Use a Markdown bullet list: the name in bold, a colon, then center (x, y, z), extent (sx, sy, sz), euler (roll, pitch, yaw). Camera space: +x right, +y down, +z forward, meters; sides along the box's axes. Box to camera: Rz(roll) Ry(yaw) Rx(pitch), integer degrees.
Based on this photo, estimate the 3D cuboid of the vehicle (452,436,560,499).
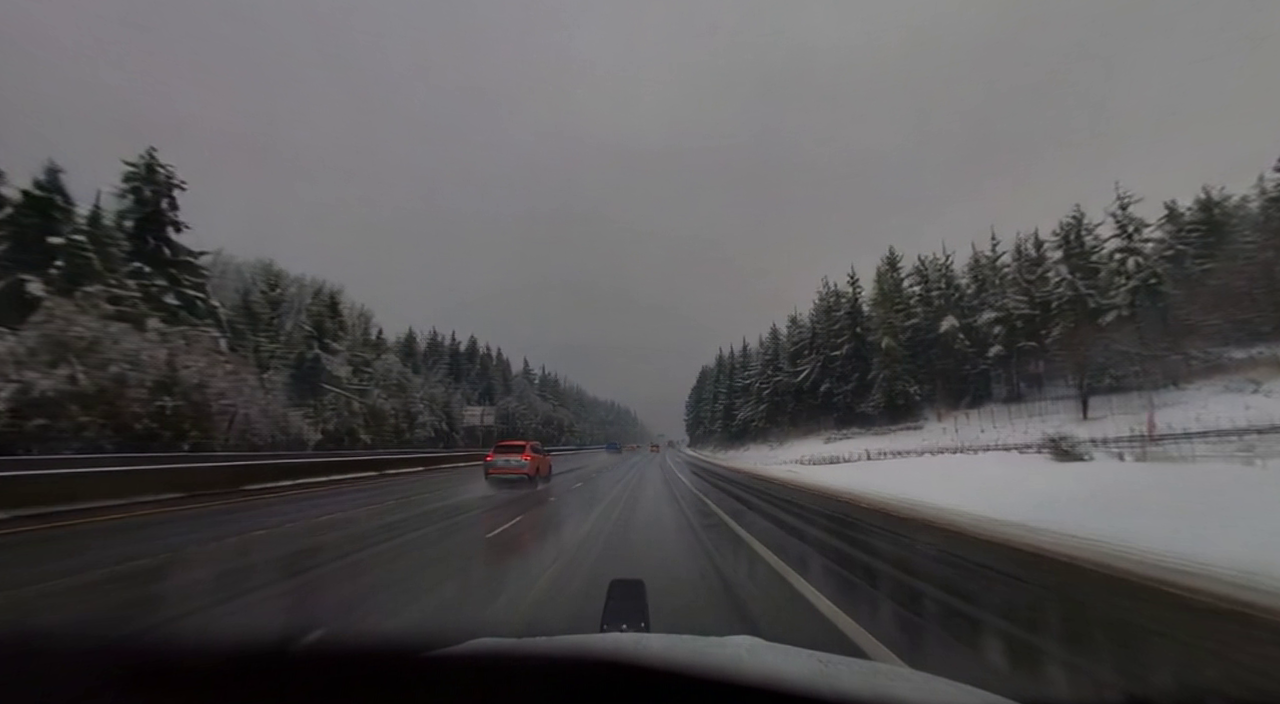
- **vehicle**: center (-3.579, 3.153, 17.696), extent (1.993, 1.538, 4.192), euler (0, -8, 2)
